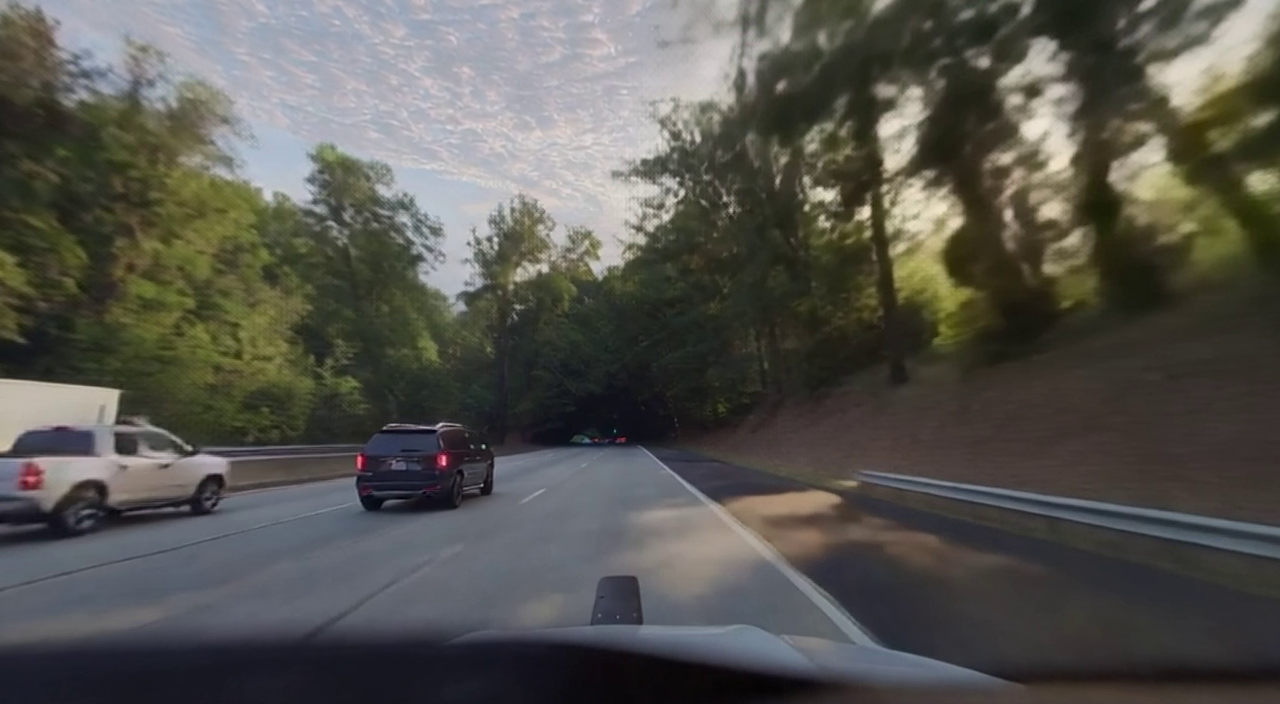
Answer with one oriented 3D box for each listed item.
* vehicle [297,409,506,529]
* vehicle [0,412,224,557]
[{"bbox_3d":[-3.799,1.912,10.950,2.034,1.675,4.080,0,-7,0],"label":"vehicle"},{"bbox_3d":[-7.886,1.632,8.371,2.000,1.552,3.946,0,-7,0],"label":"vehicle"}]
